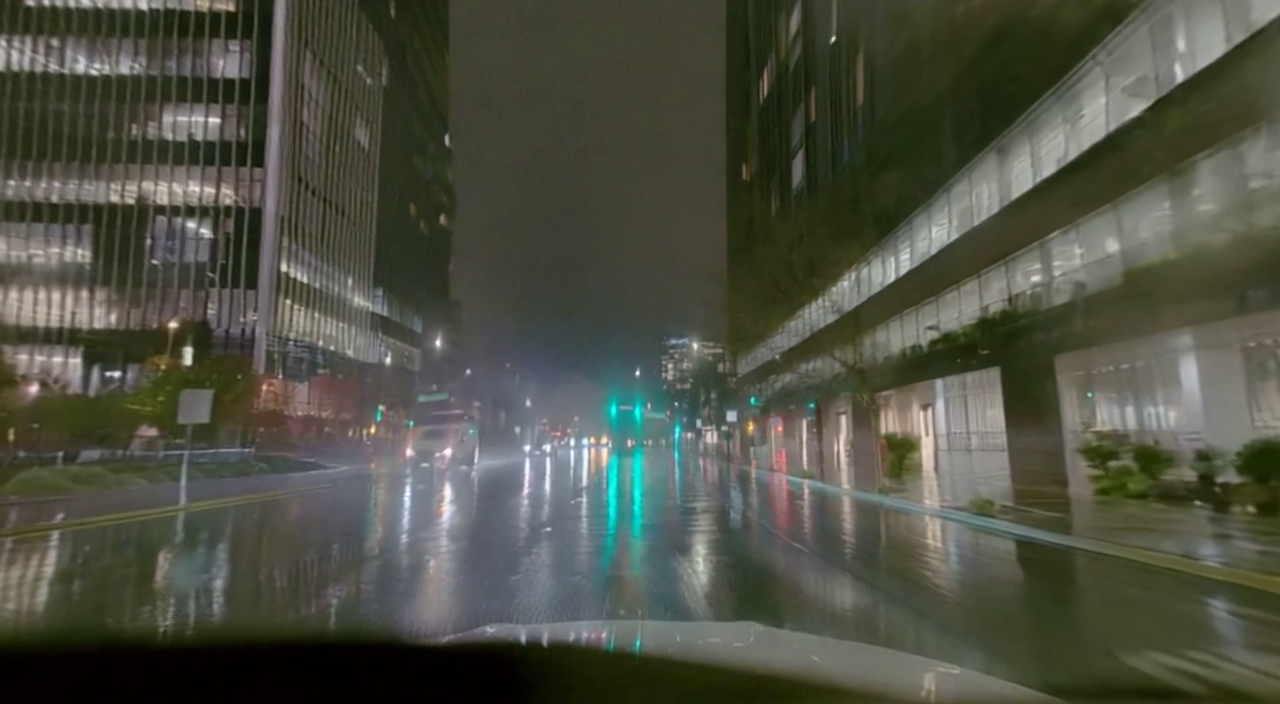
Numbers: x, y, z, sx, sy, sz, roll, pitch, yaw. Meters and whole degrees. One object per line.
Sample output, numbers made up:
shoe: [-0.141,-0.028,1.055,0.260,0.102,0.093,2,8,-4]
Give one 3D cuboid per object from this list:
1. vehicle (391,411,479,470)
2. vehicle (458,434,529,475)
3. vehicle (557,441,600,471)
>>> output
vehicle: [-12.773,5.702,40.049,2.887,3.366,7.454,0,-9,1]
vehicle: [-7.144,5.057,31.245,2.204,1.844,4.766,0,-9,2]
vehicle: [-3.739,6.401,38.983,2.181,1.706,4.334,0,-9,1]
